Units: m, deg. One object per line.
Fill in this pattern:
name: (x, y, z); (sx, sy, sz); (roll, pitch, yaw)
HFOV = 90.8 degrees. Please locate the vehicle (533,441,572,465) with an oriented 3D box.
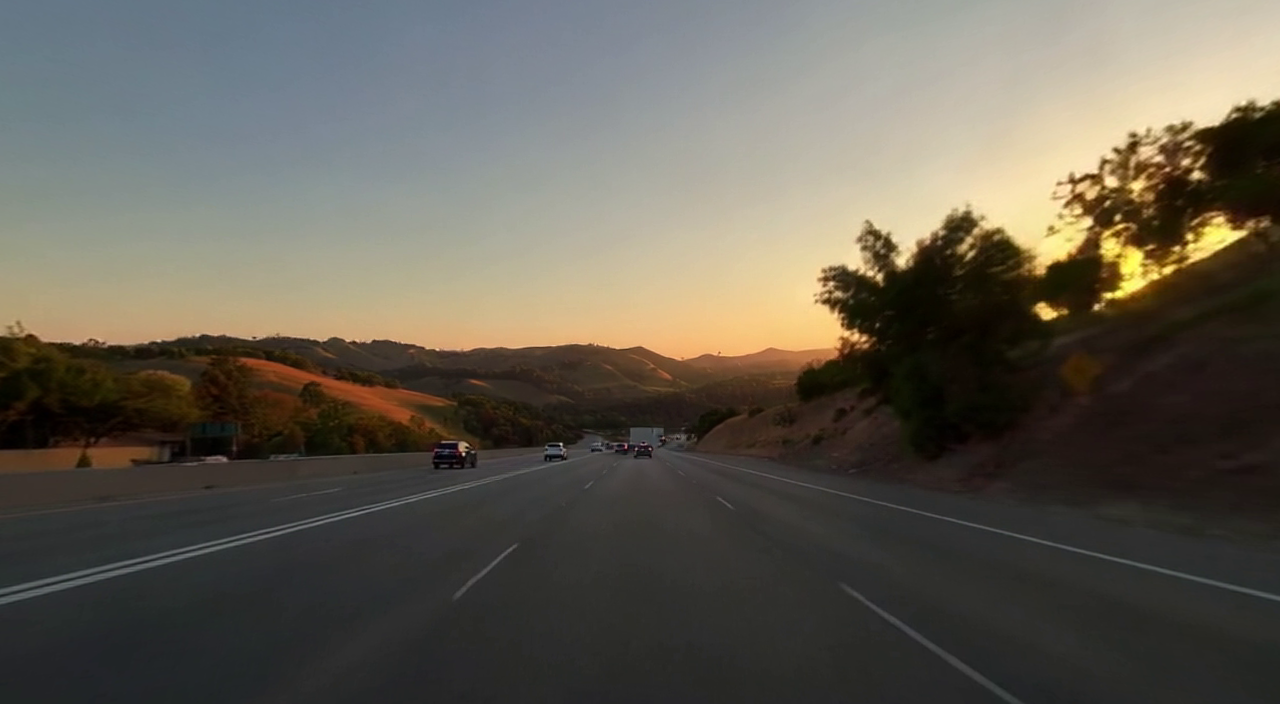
vehicle: (-6.269, 7.303, 45.807); (2.080, 1.694, 4.279); (0, -9, 2)

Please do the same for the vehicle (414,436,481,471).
vehicle: (-10.628, 5.642, 35.332); (2.195, 1.795, 4.659); (0, -9, 1)
